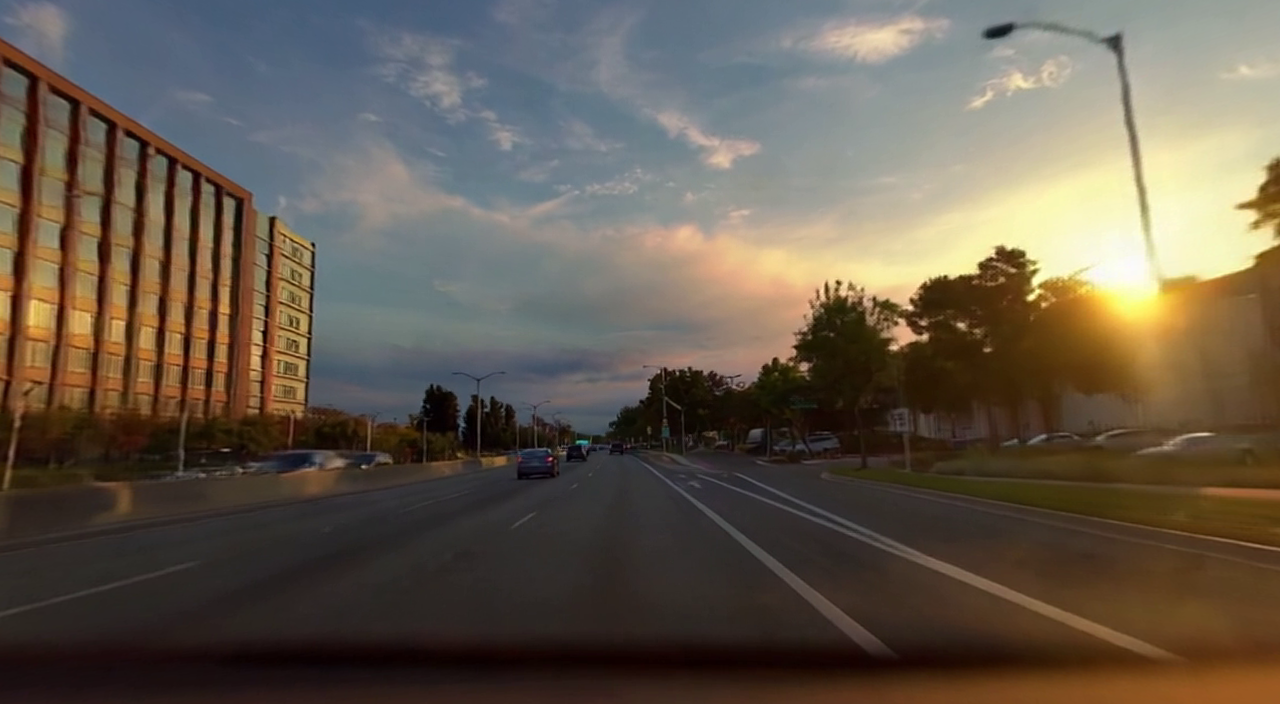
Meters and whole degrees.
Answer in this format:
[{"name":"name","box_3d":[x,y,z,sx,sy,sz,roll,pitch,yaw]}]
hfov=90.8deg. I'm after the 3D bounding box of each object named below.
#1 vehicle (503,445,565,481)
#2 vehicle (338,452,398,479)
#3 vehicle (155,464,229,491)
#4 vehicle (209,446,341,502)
[{"name":"vehicle","box_3d":[-4.553,4.833,27.811,2.025,1.474,4.292,0,-9,-1]},{"name":"vehicle","box_3d":[-18.159,7.550,42.383,1.951,1.679,4.463,0,-9,1]},{"name":"vehicle","box_3d":[-30.853,8.633,43.714,2.051,1.598,4.439,0,-9,-4]},{"name":"vehicle","box_3d":[-12.896,4.301,22.729,2.150,1.721,4.465,-1,-9,-1]}]
